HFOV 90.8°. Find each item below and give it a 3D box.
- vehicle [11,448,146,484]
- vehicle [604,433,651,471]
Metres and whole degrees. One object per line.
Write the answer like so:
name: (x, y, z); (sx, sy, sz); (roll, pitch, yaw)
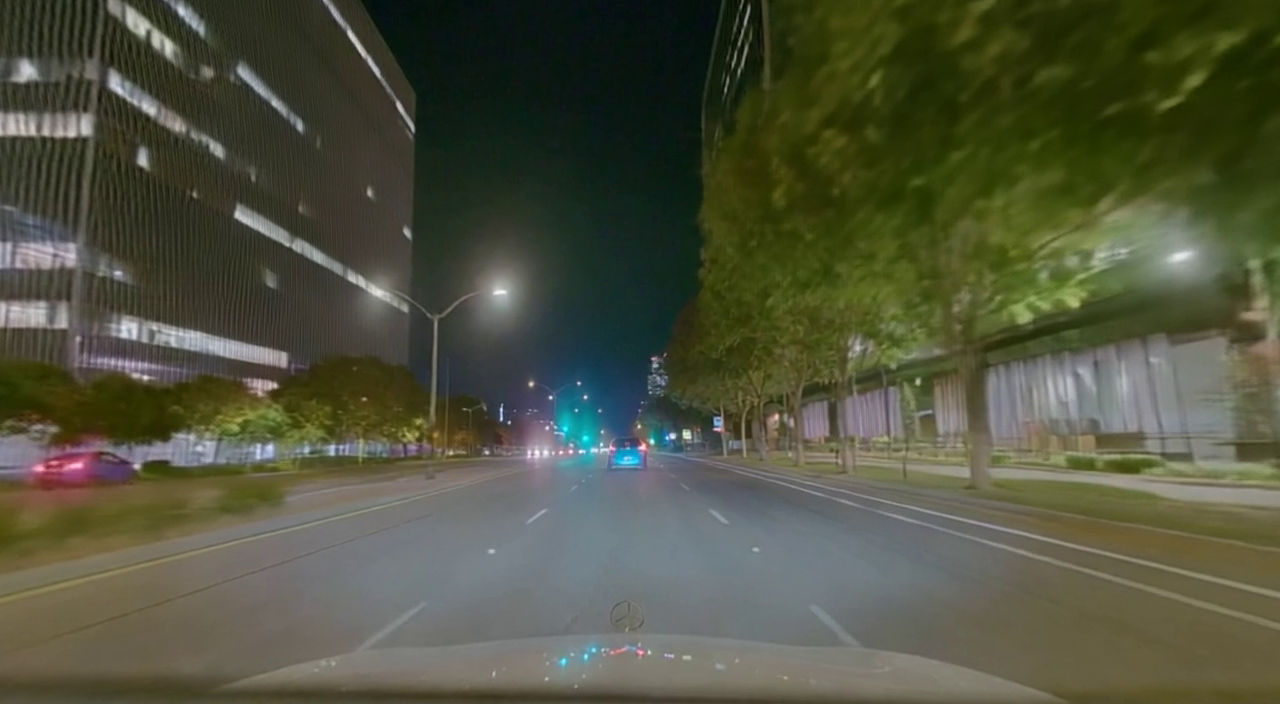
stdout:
vehicle: (-29.692, 6.001, 33.629); (4.813, 1.783, 1.983); (3, -9, -20)
vehicle: (-0.624, 5.254, 33.356); (2.313, 1.860, 4.319); (0, -8, -1)
